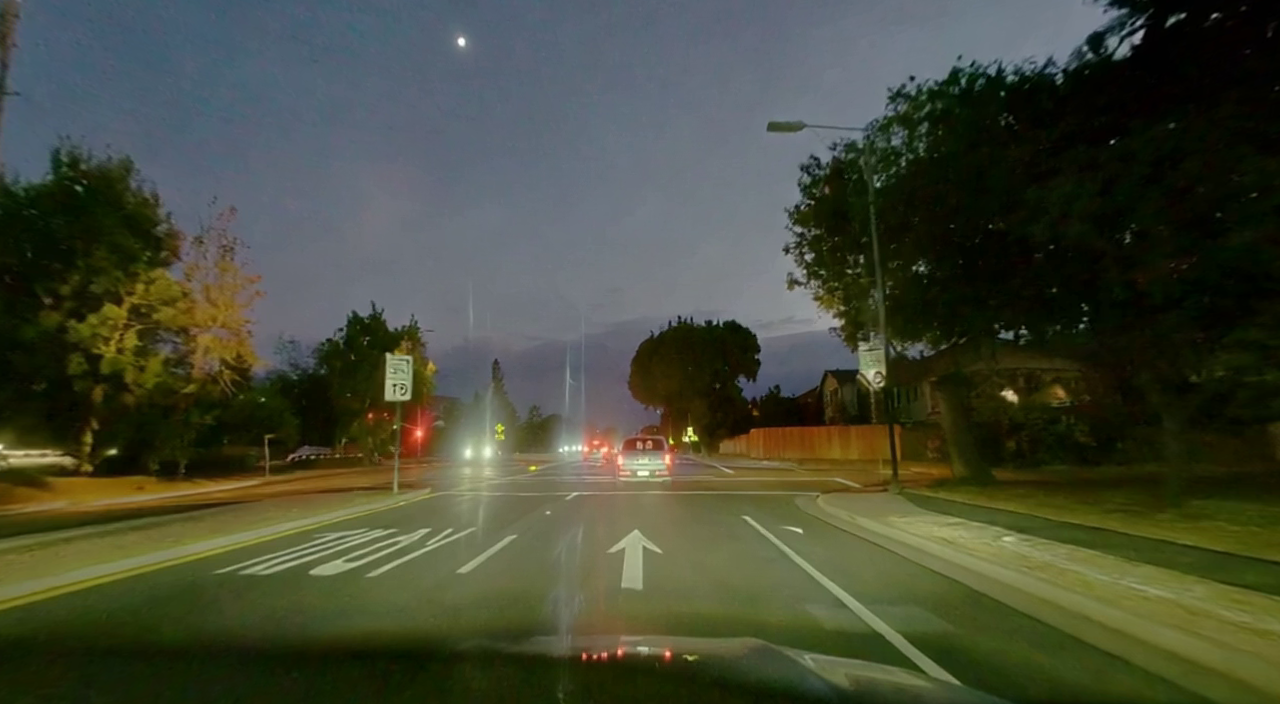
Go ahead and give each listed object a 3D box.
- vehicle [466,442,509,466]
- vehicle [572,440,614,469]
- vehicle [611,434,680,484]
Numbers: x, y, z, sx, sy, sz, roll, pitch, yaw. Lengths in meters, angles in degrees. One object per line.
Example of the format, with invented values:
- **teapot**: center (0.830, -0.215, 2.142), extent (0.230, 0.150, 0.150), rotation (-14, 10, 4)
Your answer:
- **vehicle**: center (-11.292, 7.553, 46.829), extent (2.103, 1.679, 4.199), rotation (0, -8, 1)
- **vehicle**: center (-2.850, 6.364, 39.423), extent (2.067, 1.546, 4.988), rotation (2, -7, 2)
- **vehicle**: center (0.235, 3.869, 23.033), extent (2.290, 1.653, 4.127), rotation (0, -8, 1)
